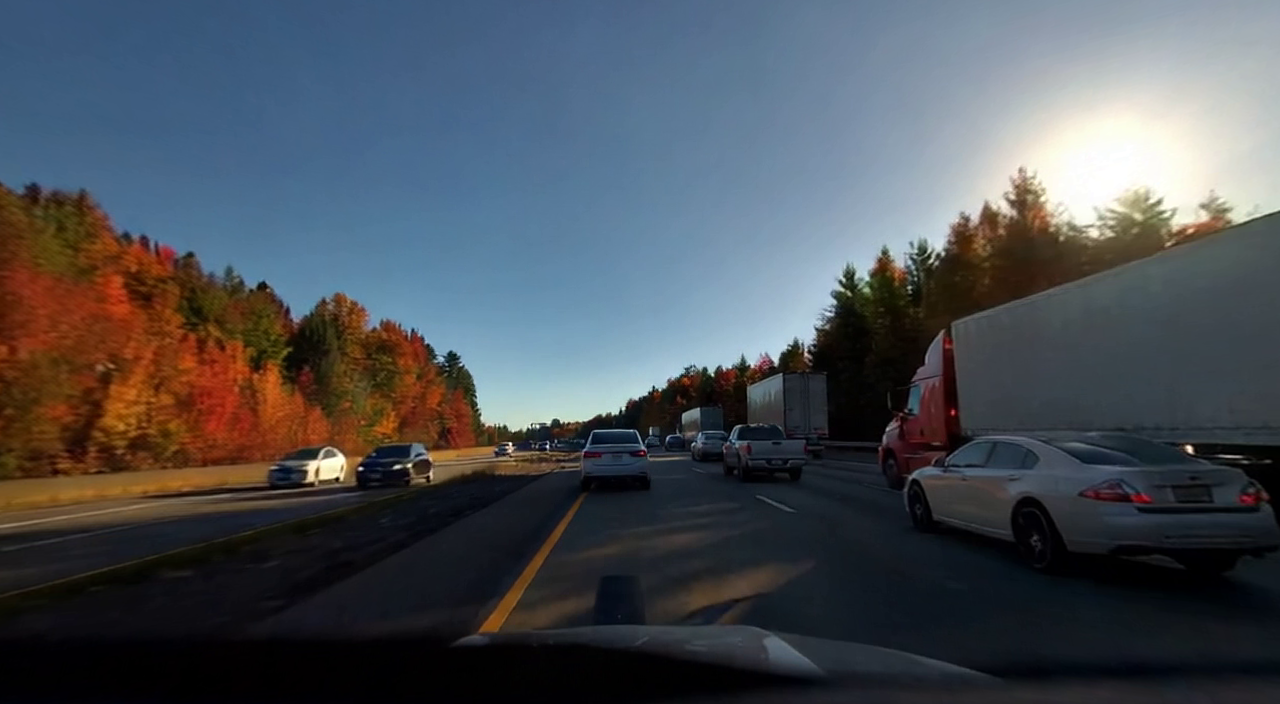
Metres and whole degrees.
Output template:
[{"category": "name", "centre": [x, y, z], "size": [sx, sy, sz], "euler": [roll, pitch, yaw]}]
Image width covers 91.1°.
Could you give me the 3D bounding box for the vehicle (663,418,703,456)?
[{"category": "vehicle", "centre": [3.137, 6.331, 46.958], "size": [2.395, 2.656, 6.037], "euler": [0, -8, -2]}]

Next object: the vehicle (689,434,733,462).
[{"category": "vehicle", "centre": [3.846, 5.246, 34.568], "size": [1.865, 1.471, 3.916], "euler": [0, -8, -2]}]

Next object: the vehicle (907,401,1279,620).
[{"category": "vehicle", "centre": [4.726, 1.390, 6.529], "size": [2.040, 1.523, 4.068], "euler": [0, -8, -1]}]

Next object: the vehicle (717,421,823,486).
[{"category": "vehicle", "centre": [3.662, 2.931, 18.526], "size": [2.147, 1.707, 3.963], "euler": [0, -8, -2]}]

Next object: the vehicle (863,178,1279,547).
[{"category": "vehicle", "centre": [8.434, 0.817, 12.191], "size": [2.867, 4.066, 13.802], "euler": [0, -8, -1]}]

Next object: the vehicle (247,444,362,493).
[{"category": "vehicle", "centre": [-12.158, 4.217, 23.154], "size": [1.962, 1.575, 4.204], "euler": [0, -8, -1]}]

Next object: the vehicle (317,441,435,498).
[{"category": "vehicle", "centre": [-8.069, 3.584, 19.698], "size": [1.921, 1.533, 4.091], "euler": [0, -8, 0]}]

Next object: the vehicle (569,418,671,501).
[{"category": "vehicle", "centre": [-0.443, 2.520, 15.253], "size": [2.087, 1.709, 4.455], "euler": [0, -8, -1]}]
